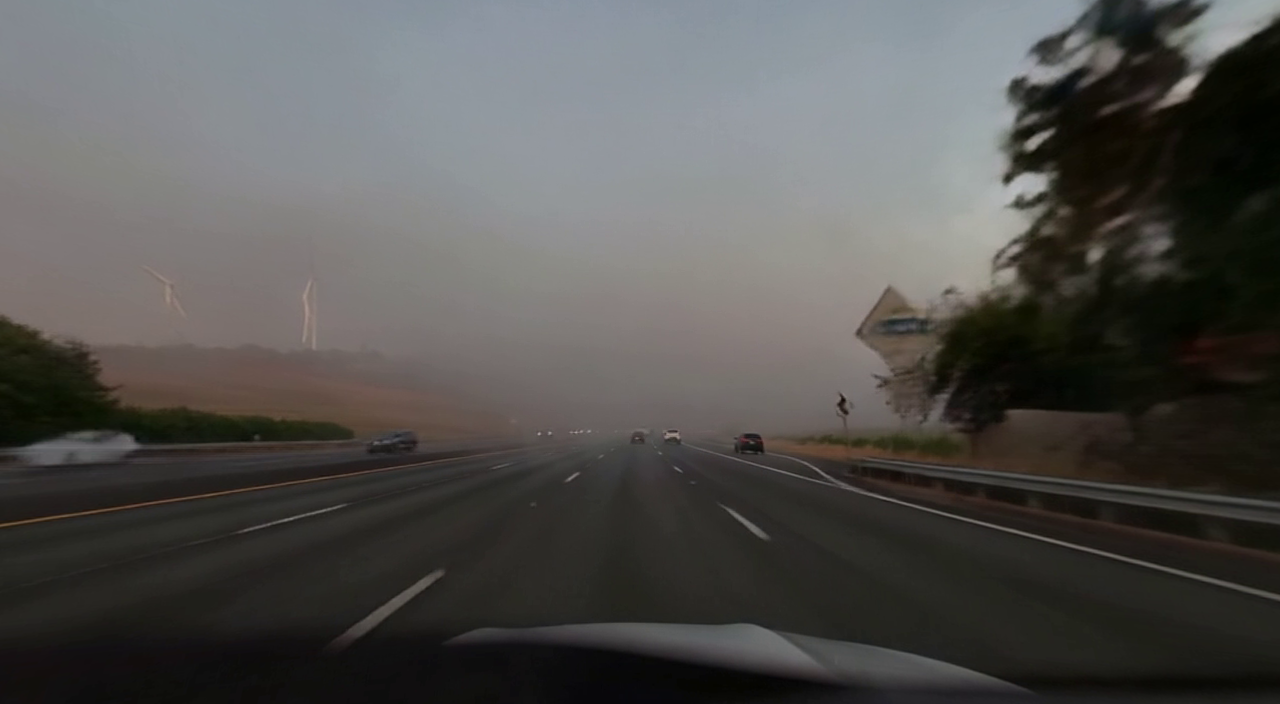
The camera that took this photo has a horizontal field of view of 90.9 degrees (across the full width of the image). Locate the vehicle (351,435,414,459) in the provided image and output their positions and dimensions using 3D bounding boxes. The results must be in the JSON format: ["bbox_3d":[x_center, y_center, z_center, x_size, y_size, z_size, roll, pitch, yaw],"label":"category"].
[{"bbox_3d":[-16.156,5.954,39.774,1.880,1.413,4.807,0,-8,1],"label":"vehicle"}]

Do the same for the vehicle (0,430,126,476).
[{"bbox_3d":[-23.329,3.923,24.930,2.087,1.633,4.555,0,-8,-1],"label":"vehicle"}]

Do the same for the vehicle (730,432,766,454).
[{"bbox_3d":[8.013,6.753,46.888,1.926,1.559,2.968,1,-8,-6],"label":"vehicle"}]
